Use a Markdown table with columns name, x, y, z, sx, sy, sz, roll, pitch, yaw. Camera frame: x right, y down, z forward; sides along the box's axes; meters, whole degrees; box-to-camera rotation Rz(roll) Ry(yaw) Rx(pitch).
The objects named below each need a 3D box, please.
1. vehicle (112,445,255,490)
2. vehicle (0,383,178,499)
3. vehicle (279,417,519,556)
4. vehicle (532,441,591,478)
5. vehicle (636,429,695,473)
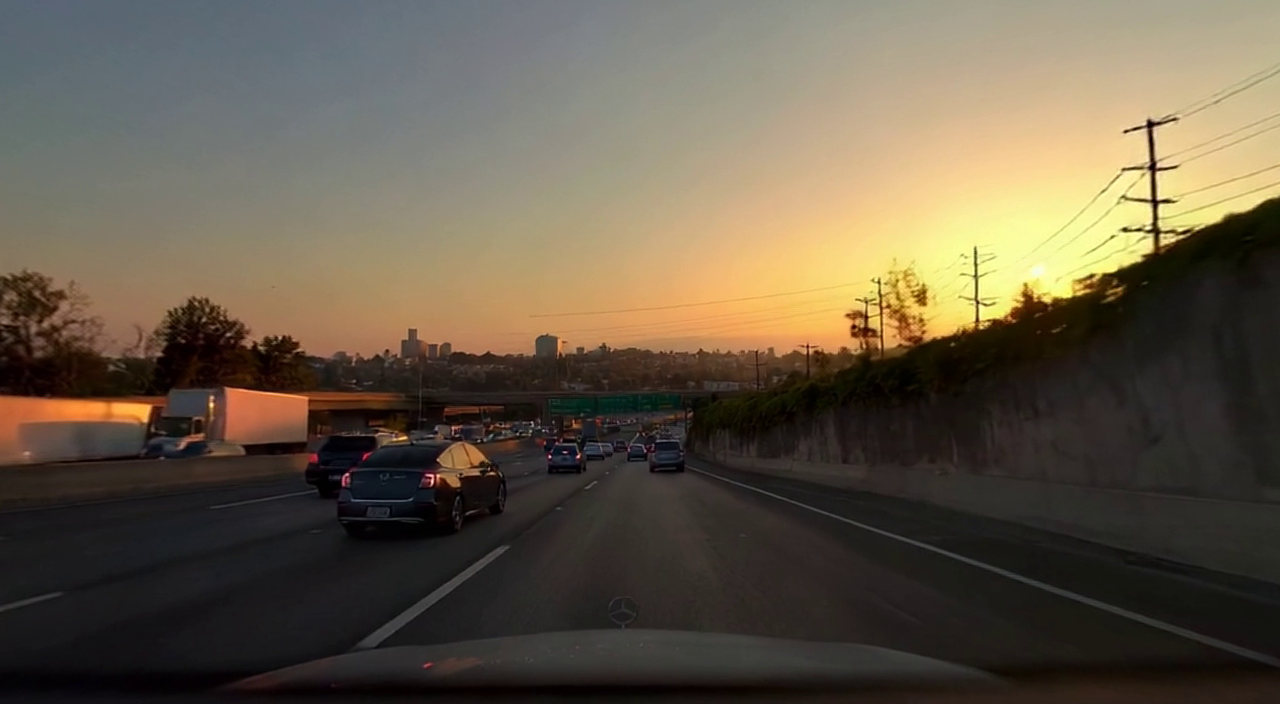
| name | x | y | z | sx | sy | sz | roll | pitch | yaw |
| --- | --- | --- | --- | --- | --- | --- | --- | --- | --- |
| vehicle | -16.282 | 4.093 | 22.809 | 1.887 | 1.438 | 4.313 | 0 | -8 | 1 |
| vehicle | -19.880 | 2.836 | 19.978 | 2.980 | 3.309 | 9.603 | 0 | -8 | 1 |
| vehicle | -3.470 | 2.021 | 10.224 | 2.026 | 1.719 | 4.490 | 0 | -8 | 1 |
| vehicle | -3.475 | 4.850 | 28.774 | 2.049 | 1.530 | 4.707 | 0 | -8 | 1 |
| vehicle | 1.256 | 5.284 | 33.849 | 2.793 | 2.132 | 5.682 | 0 | -8 | -1 |
